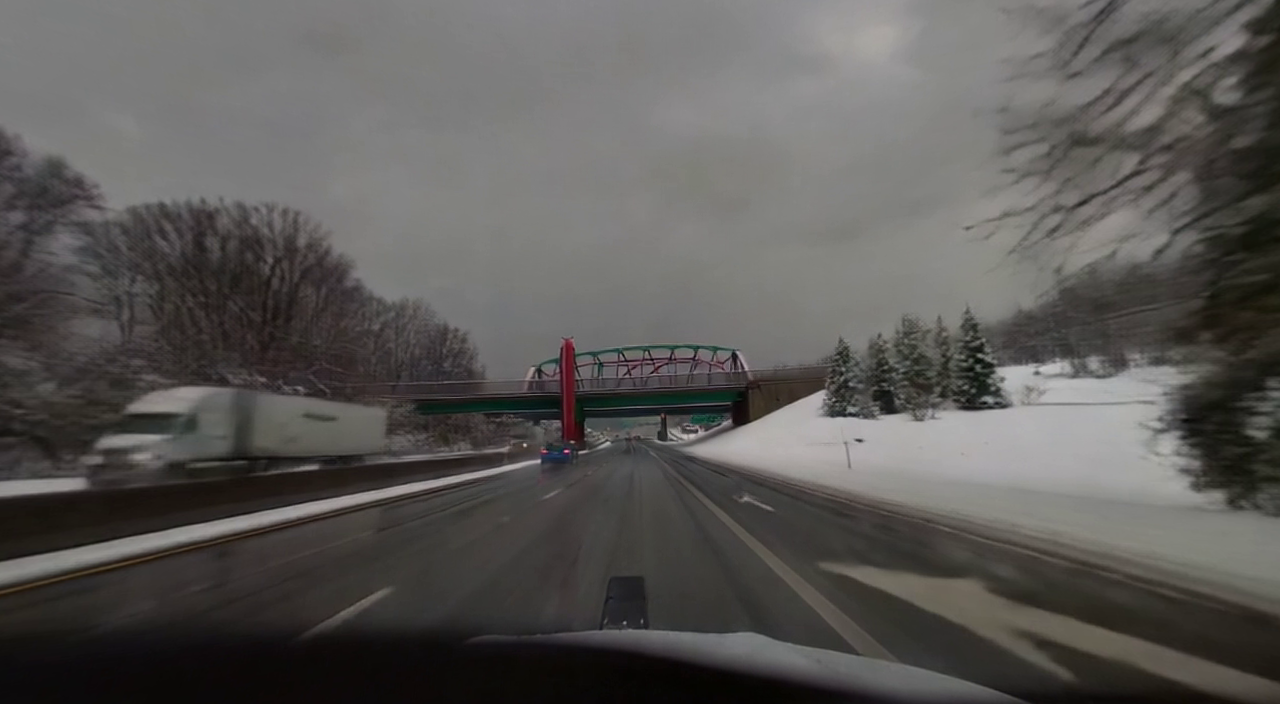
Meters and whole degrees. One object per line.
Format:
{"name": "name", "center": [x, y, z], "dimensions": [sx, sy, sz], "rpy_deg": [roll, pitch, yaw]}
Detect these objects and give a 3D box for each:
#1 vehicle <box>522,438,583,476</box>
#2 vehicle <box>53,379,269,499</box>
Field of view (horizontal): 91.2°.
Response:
{"name": "vehicle", "center": [-3.814, 4.671, 28.157], "dimensions": [2.052, 1.556, 4.405], "rpy_deg": [0, -8, 1]}
{"name": "vehicle", "center": [-18.152, 3.391, 24.524], "dimensions": [3.207, 4.027, 6.228], "rpy_deg": [0, -8, 1]}
